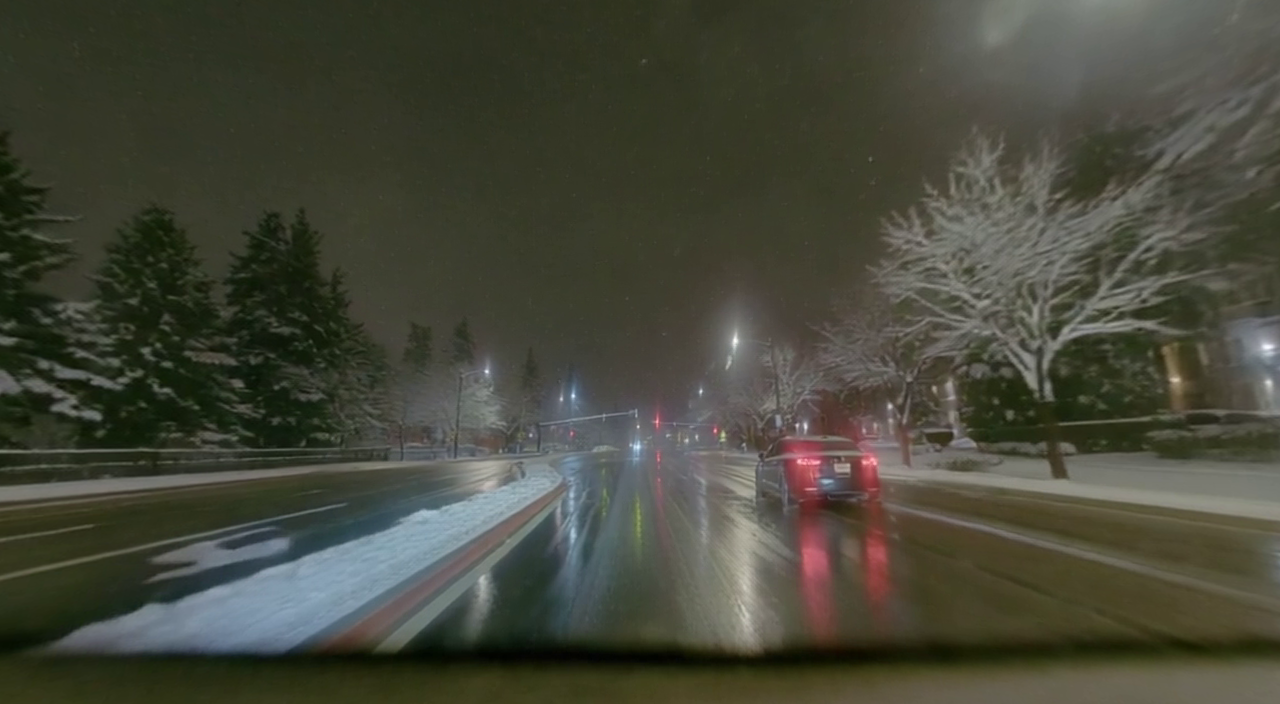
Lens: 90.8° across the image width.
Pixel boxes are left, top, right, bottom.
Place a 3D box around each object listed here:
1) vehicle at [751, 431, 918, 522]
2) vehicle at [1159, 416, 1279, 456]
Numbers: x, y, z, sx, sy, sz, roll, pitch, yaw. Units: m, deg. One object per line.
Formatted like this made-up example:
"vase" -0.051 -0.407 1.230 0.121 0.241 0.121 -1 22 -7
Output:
"vehicle" 3.522 2.315 12.331 1.852 1.453 4.083 0 -8 -2
"vehicle" 26.217 3.676 27.527 5.085 1.657 2.372 0 -8 0
